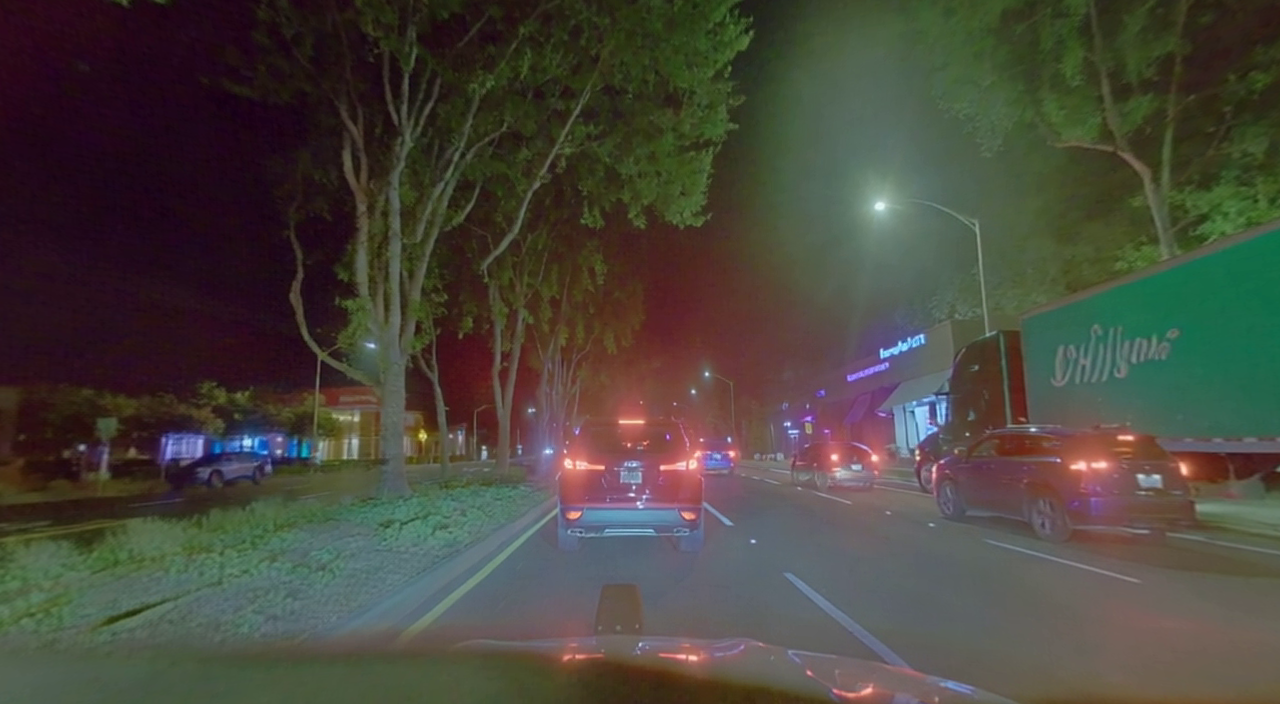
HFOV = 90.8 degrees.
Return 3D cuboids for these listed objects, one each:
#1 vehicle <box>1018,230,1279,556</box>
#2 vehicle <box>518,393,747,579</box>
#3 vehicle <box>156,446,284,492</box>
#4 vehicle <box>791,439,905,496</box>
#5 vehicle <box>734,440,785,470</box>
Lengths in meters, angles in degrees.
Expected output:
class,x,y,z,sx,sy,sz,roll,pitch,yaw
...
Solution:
class,x,y,z,sx,sy,sz,roll,pitch,yaw
vehicle,9.975,0.068,5.250,2.879,4.284,17.334,0,-9,-1
vehicle,-0.106,1.679,8.609,2.320,1.880,4.192,0,-9,-1
vehicle,-19.235,5.335,29.339,2.302,1.939,5.221,0,-9,1
vehicle,6.263,3.514,19.653,2.035,1.553,4.465,0,-9,0
vehicle,6.451,5.605,34.625,1.914,1.523,4.287,0,-9,0
